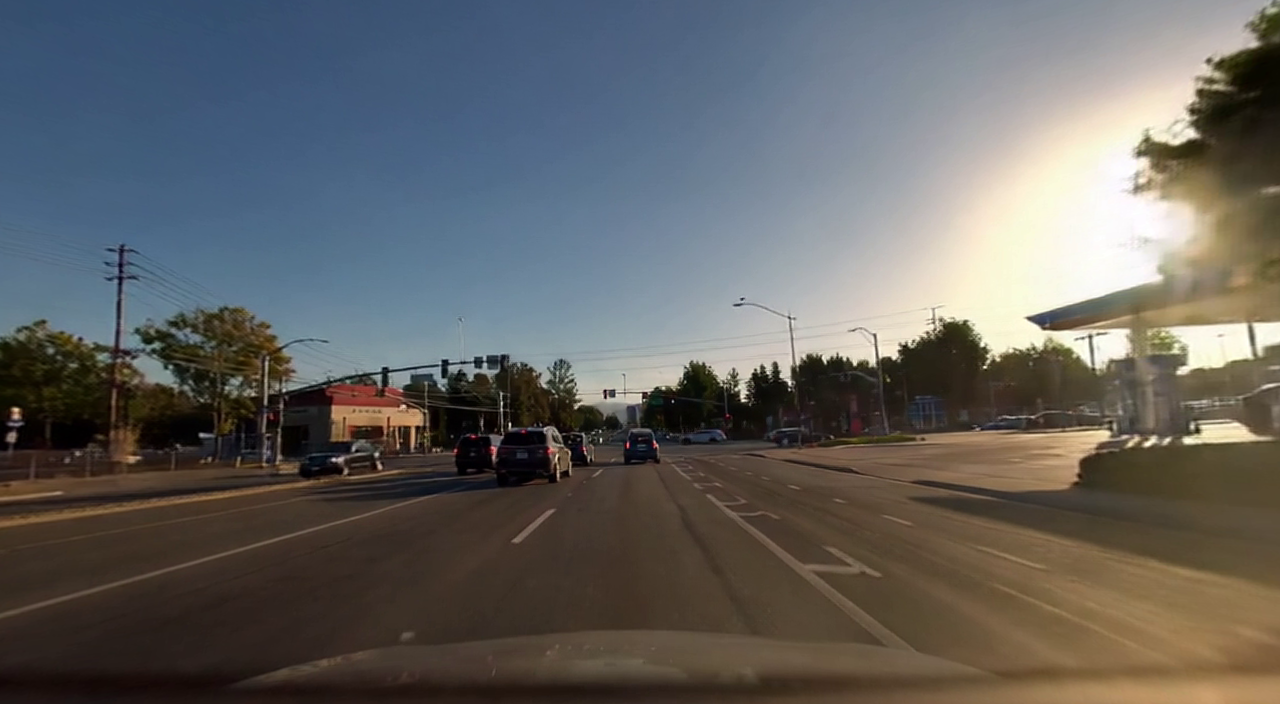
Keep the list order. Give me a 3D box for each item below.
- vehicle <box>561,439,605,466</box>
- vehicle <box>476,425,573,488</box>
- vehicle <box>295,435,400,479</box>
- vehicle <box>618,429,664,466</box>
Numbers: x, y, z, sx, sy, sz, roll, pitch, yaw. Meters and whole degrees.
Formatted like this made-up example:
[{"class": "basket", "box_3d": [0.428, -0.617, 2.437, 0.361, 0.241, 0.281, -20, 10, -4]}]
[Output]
[{"class": "vehicle", "box_3d": [-3.045, 5.505, 34.706, 1.881, 1.424, 4.098, 0, -9, 2]}, {"class": "vehicle", "box_3d": [-3.424, 3.220, 19.636, 2.096, 1.718, 4.266, 0, -9, 1]}, {"class": "vehicle", "box_3d": [-13.856, 5.006, 30.409, 2.238, 1.872, 5.625, 0, -9, 1]}, {"class": "vehicle", "box_3d": [0.075, 5.055, 33.541, 2.224, 1.819, 5.005, 0, -9, 1]}]
